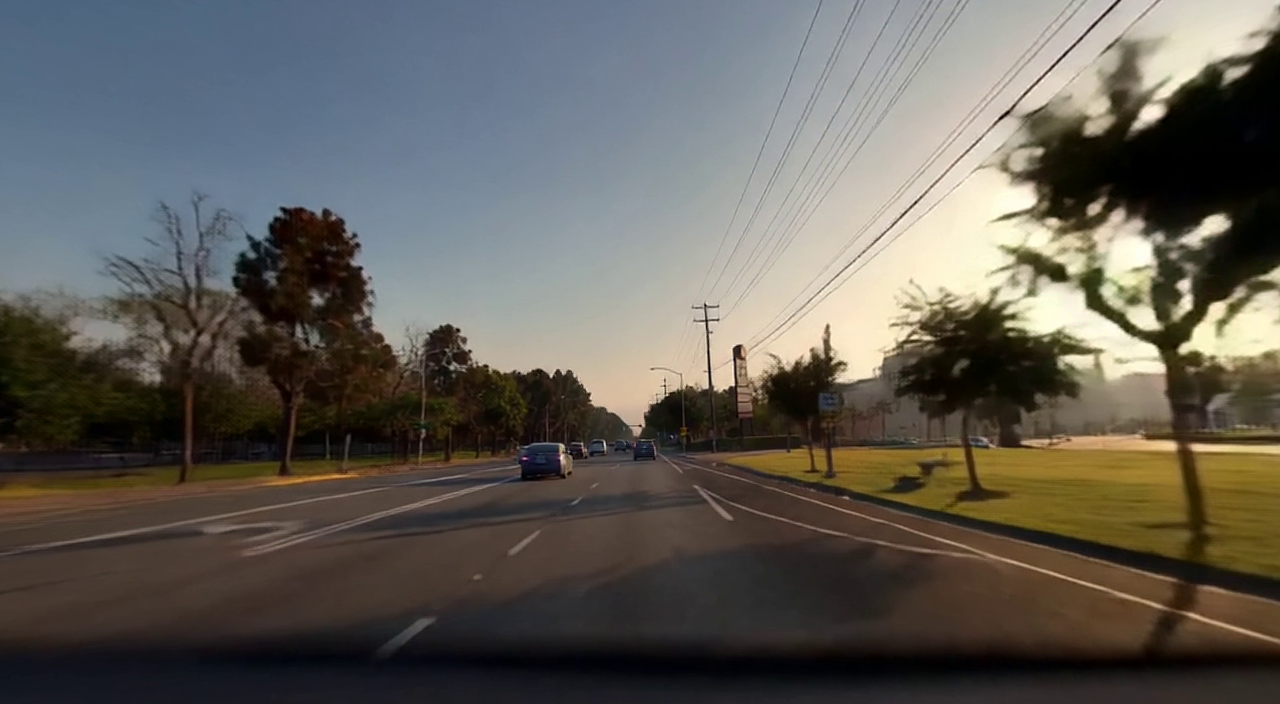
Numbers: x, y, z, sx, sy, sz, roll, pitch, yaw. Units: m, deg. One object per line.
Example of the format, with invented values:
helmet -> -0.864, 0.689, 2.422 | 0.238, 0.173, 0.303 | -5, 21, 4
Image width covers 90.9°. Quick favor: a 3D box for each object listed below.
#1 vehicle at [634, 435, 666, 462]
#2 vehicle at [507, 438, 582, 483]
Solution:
vehicle -> 0.698, 6.900, 45.145 | 2.155, 1.781, 3.977 | 0, -8, 0
vehicle -> -3.354, 3.906, 23.004 | 1.982, 1.451, 4.152 | 0, -8, 1
